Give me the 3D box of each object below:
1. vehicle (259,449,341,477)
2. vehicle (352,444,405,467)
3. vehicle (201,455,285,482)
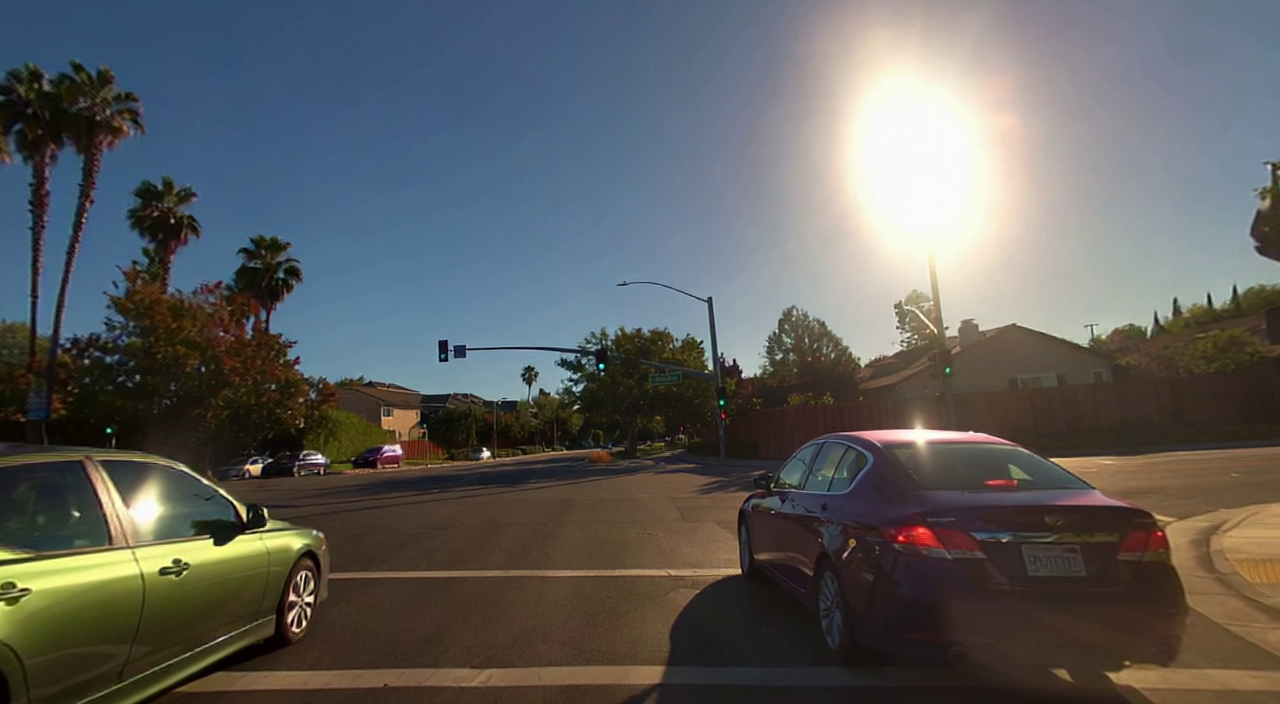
[{"bbox_3d":[-20.038,6.524,37.517,2.084,1.528,4.778,0,-9,1],"label":"vehicle"},{"bbox_3d":[-19.870,7.910,48.266,1.929,1.644,4.763,0,-9,0],"label":"vehicle"},{"bbox_3d":[-24.116,7.069,38.591,2.019,1.427,4.630,0,-9,2],"label":"vehicle"}]
